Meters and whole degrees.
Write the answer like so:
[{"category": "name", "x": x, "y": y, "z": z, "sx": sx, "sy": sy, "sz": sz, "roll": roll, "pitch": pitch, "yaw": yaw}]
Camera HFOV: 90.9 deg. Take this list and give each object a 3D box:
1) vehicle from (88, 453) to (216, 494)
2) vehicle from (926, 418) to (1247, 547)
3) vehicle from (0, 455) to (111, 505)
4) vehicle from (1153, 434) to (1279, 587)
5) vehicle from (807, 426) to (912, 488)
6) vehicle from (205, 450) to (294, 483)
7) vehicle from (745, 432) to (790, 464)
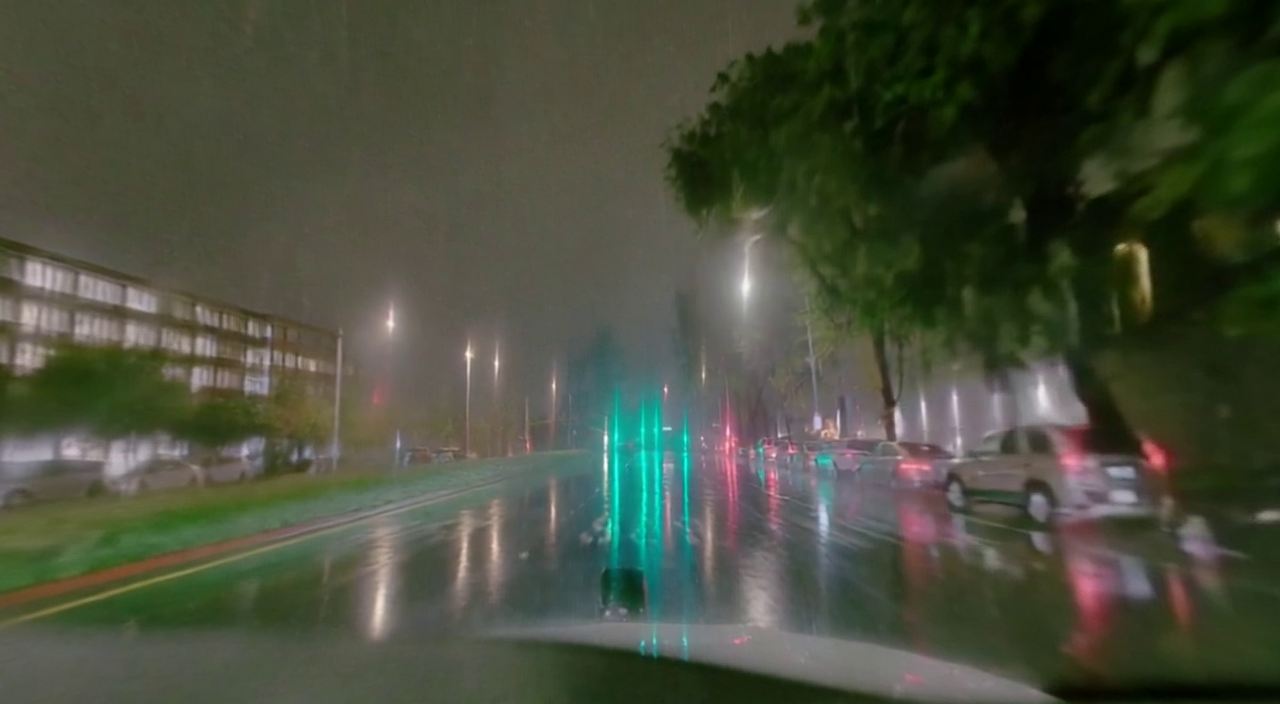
[{"category": "vehicle", "x": -21.779, "y": 5.420, "z": 28.480, "sx": 1.827, "sy": 1.518, "sz": 4.870, "roll": -3, "pitch": -8, "yaw": 2}, {"category": "vehicle", "x": 7.091, "y": 2.110, "z": 10.968, "sx": 1.963, "sy": 1.701, "sz": 5.028, "roll": 0, "pitch": -8, "yaw": 1}, {"category": "vehicle", "x": -22.080, "y": 4.645, "z": 22.897, "sx": 1.990, "sy": 1.525, "sz": 4.387, "roll": -7, "pitch": -9, "yaw": 1}, {"category": "vehicle", "x": 7.124, "y": 1.417, "z": 5.319, "sx": 1.788, "sy": 1.475, "sz": 4.493, "roll": 0, "pitch": -8, "yaw": 0}, {"category": "vehicle", "x": 7.380, "y": 3.592, "z": 21.801, "sx": 1.974, "sy": 1.876, "sz": 4.842, "roll": -1, "pitch": -8, "yaw": 2}, {"category": "vehicle", "x": -21.633, "y": 6.328, "z": 35.169, "sx": 1.936, "sy": 1.538, "sz": 4.777, "roll": -4, "pitch": -8, "yaw": 0}, {"category": "vehicle", "x": 7.891, "y": 5.998, "z": 39.441, "sx": 1.908, "sy": 1.833, "sz": 4.711, "roll": 0, "pitch": -8, "yaw": 1}]
